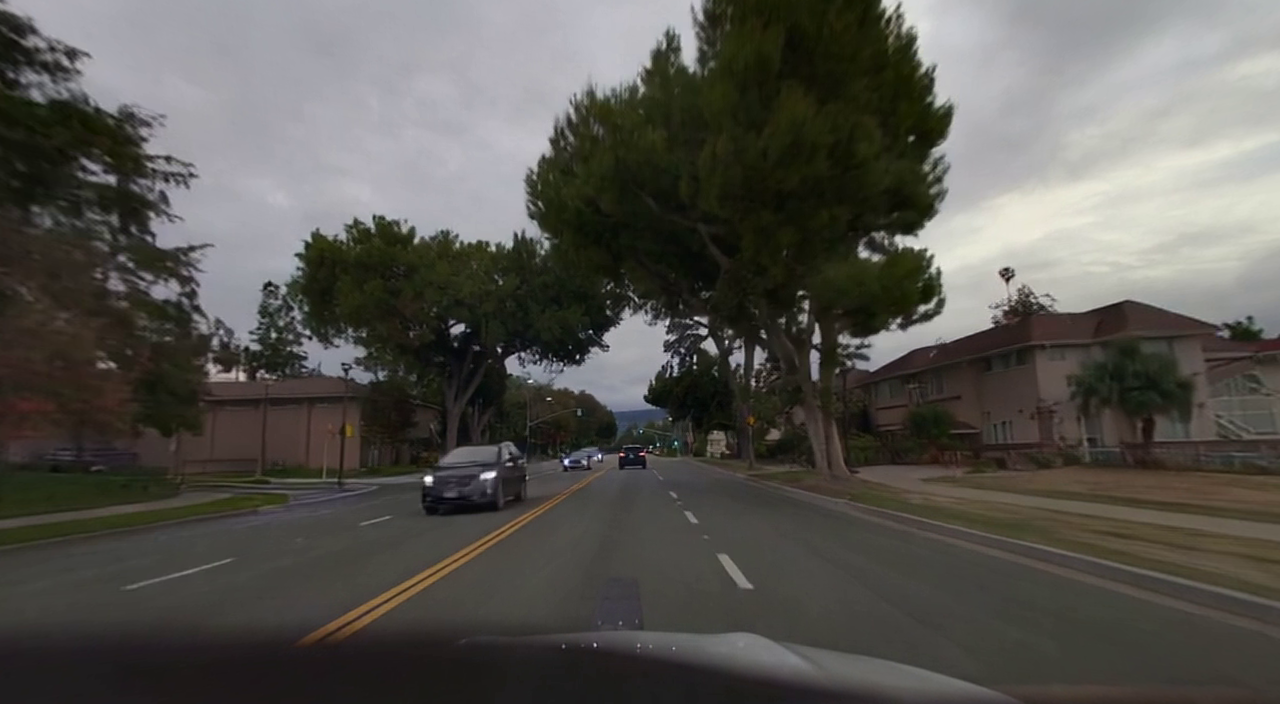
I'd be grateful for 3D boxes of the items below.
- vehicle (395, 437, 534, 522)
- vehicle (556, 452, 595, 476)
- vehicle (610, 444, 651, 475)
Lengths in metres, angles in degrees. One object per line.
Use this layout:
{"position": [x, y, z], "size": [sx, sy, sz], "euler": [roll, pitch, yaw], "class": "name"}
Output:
{"position": [-3.995, 2.971, 15.321], "size": [1.977, 1.729, 4.625], "euler": [0, -9, 1], "class": "vehicle"}
{"position": [-4.185, 7.346, 41.614], "size": [2.039, 1.460, 4.189], "euler": [0, -9, 1], "class": "vehicle"}
{"position": [-0.558, 7.078, 41.884], "size": [2.554, 1.902, 5.329], "euler": [0, -9, 0], "class": "vehicle"}
